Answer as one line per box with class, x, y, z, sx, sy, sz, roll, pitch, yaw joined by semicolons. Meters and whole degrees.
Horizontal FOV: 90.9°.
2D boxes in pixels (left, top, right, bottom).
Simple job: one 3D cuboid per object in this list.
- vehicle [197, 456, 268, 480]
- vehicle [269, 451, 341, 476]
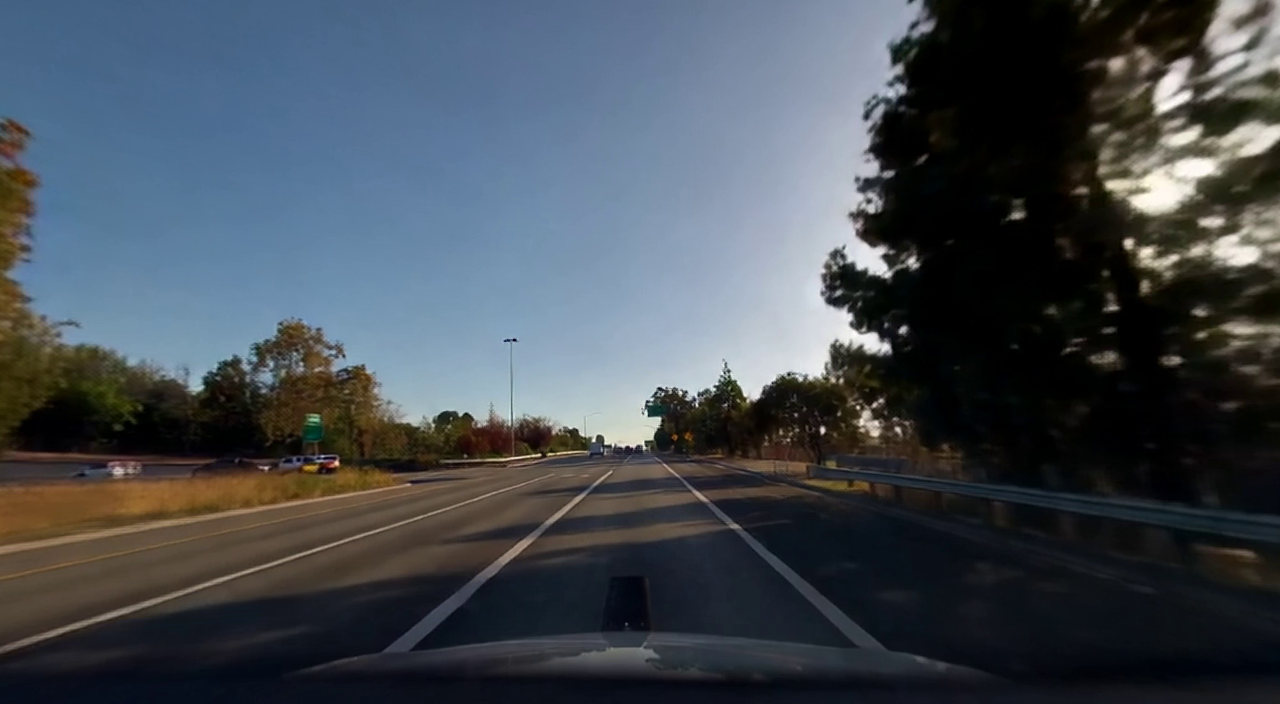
vehicle;-31.556;8.969;48.871;4.260;1.498;1.850;-3;-8;-1
vehicle;-25.786;8.599;48.645;4.495;1.641;1.966;-3;-9;3
